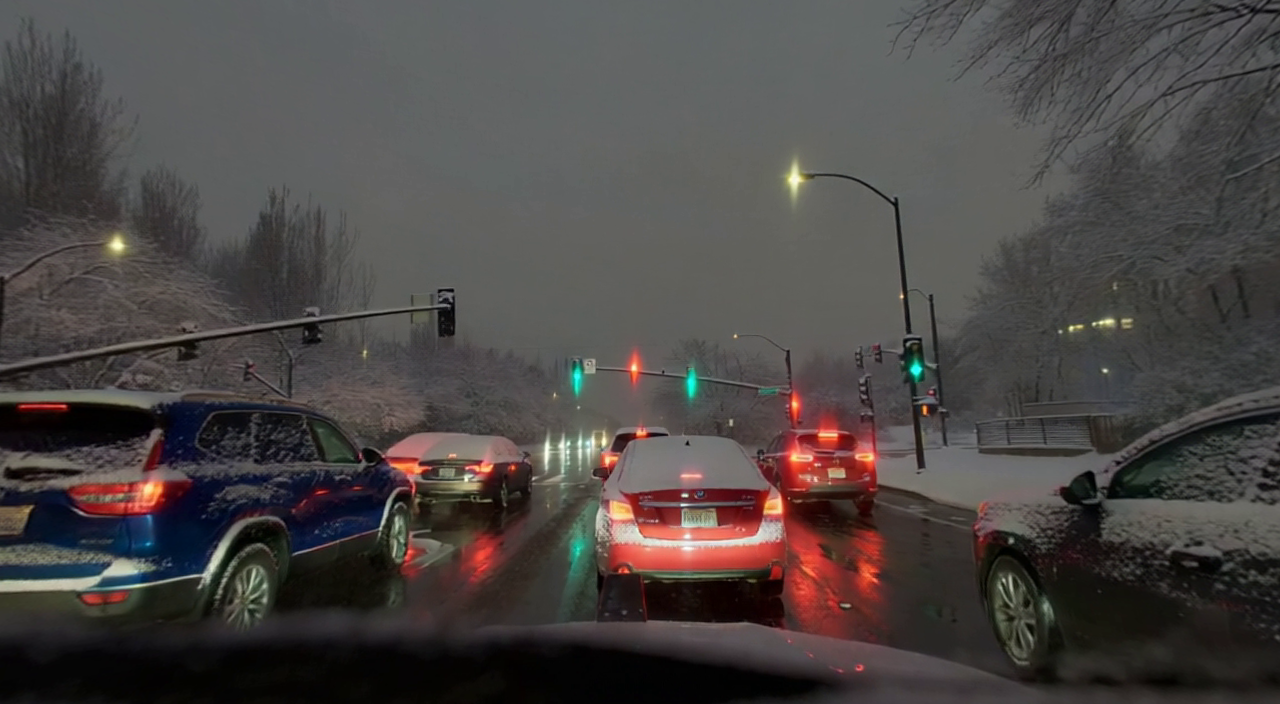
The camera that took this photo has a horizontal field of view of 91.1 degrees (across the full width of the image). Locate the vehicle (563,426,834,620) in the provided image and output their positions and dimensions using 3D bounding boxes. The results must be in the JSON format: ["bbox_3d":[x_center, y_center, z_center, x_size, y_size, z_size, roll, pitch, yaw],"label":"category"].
[{"bbox_3d":[0.438,1.598,6.798,2.051,1.460,3.932,0,-8,0],"label":"vehicle"}]

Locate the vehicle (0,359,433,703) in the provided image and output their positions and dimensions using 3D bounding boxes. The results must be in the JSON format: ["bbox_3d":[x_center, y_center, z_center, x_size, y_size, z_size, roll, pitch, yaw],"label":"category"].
[{"bbox_3d":[-3.467,1.227,5.287,1.889,1.767,4.289,0,-8,1],"label":"vehicle"}]

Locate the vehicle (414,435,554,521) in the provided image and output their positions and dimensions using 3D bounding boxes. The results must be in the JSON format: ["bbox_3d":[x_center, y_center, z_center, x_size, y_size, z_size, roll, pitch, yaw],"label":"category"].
[{"bbox_3d":[-3.074,2.567,13.311,1.868,1.516,4.114,0,-8,1],"label":"vehicle"}]

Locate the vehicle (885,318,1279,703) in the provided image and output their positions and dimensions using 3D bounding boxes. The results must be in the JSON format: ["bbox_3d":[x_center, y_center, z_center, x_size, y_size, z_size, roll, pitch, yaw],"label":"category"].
[{"bbox_3d":[3.046,0.919,3.049,1.880,1.747,4.500,0,-8,0],"label":"vehicle"}]
